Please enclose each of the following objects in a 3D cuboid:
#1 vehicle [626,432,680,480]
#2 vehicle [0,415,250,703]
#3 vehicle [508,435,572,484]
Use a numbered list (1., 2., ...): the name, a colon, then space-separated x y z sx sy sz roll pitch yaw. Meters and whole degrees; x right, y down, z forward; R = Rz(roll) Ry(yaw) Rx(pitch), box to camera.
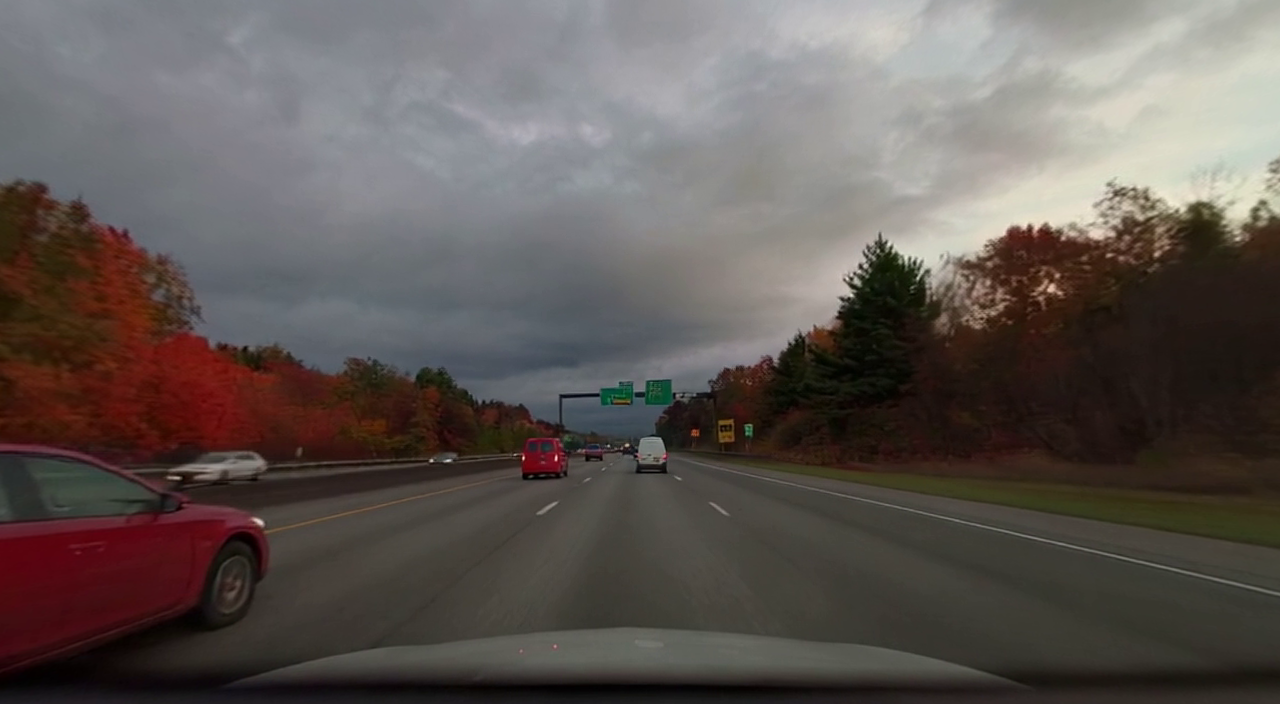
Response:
1. vehicle: 0.511 4.644 28.041 2.179 1.930 4.538 0 -9 -1
2. vehicle: -3.845 0.952 2.192 2.020 1.496 4.552 0 -9 0
3. vehicle: -3.998 4.381 25.731 2.021 1.790 3.907 0 -9 0
